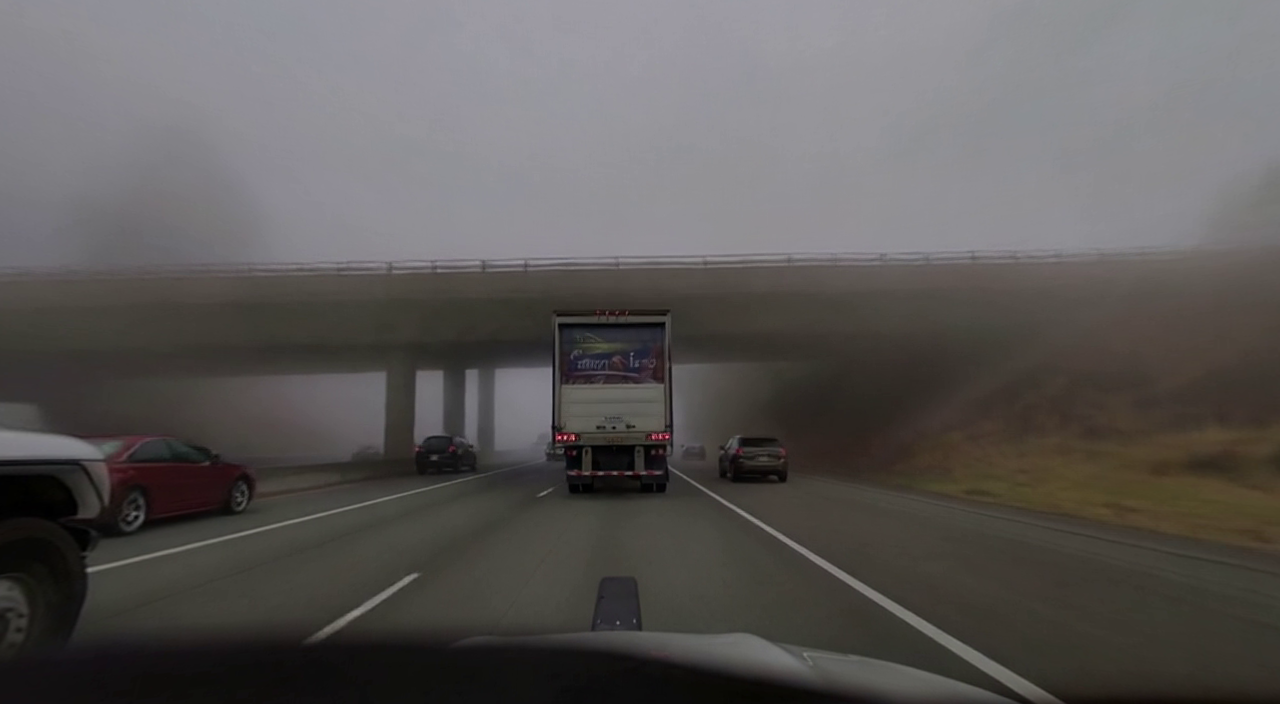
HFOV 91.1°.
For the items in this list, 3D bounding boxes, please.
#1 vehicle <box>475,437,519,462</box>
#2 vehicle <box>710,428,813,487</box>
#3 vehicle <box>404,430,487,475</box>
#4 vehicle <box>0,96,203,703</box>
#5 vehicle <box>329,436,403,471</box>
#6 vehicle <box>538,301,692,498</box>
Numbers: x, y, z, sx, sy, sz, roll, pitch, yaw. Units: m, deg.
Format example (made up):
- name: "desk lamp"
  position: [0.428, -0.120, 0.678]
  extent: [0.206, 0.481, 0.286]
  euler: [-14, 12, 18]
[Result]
- name: "vehicle"
  position: [-8.814, 6.031, 39.054]
  extent: [1.845, 1.488, 3.656]
  euler: [0, -8, 0]
- name: "vehicle"
  position: [3.466, 3.101, 18.927]
  extent: [2.003, 1.519, 4.580]
  euler: [0, -8, -3]
- name: "vehicle"
  position: [-8.018, 4.168, 26.373]
  extent: [2.057, 1.698, 4.550]
  euler: [0, -8, -1]
- name: "vehicle"
  position: [-3.677, 0.120, 0.504]
  extent: [2.660, 2.637, 5.634]
  euler: [0, -8, -2]
- name: "vehicle"
  position: [-16.564, 6.122, 38.324]
  extent: [2.198, 1.938, 5.197]
  euler: [0, -8, -1]
- name: "vehicle"
  position: [-0.715, 1.551, 17.070]
  extent: [2.911, 3.787, 9.905]
  euler: [0, -8, -3]
